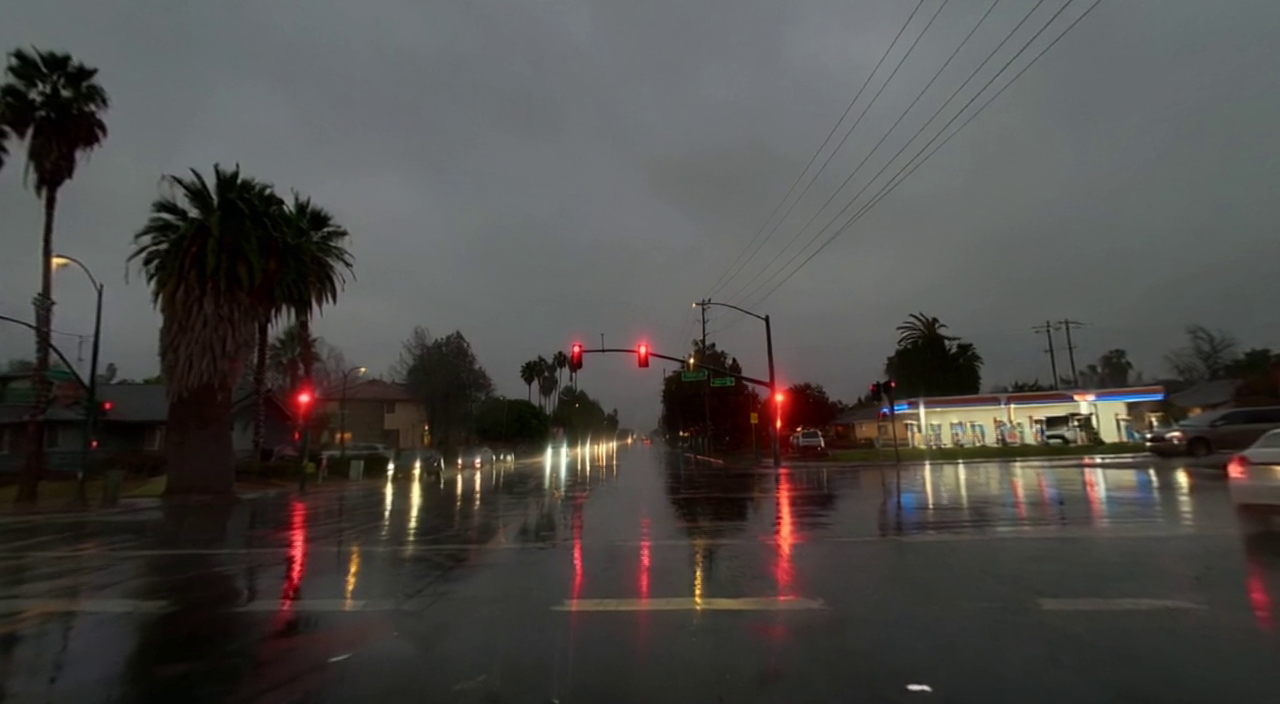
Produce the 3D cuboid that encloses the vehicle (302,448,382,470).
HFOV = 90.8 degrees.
[{"bbox_3d":[-20.896,7.530,44.456,4.672,1.469,1.816,0,-9,-2],"label":"vehicle"}]

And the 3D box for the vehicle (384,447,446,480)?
[{"bbox_3d":[-13.008,6.416,36.791,2.009,1.777,4.559,0,-9,-1],"label":"vehicle"}]

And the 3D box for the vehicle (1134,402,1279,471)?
[{"bbox_3d":[17.428,2.411,18.052,5.086,1.817,1.952,1,-9,-5],"label":"vehicle"}]
